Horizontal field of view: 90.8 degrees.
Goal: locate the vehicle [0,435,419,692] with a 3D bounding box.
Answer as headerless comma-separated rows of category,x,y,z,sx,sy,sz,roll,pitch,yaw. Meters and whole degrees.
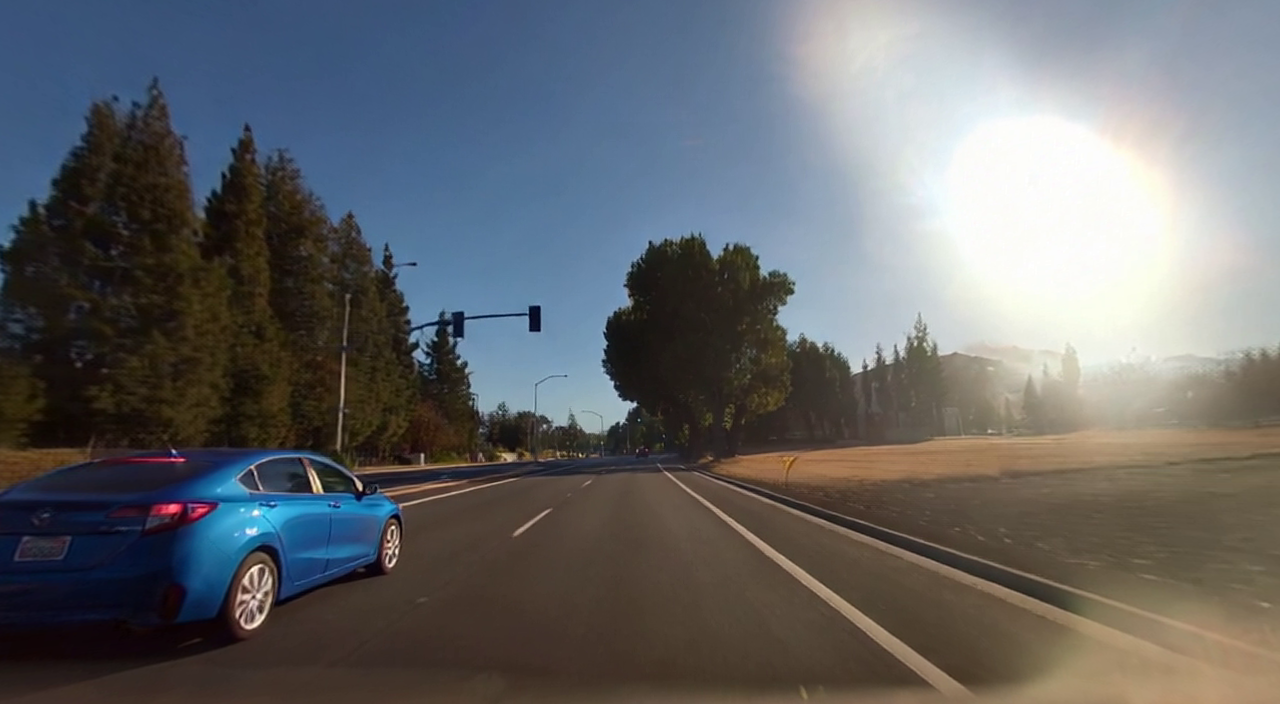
vehicle,-3.747,1.520,5.736,1.946,1.437,4.154,0,-8,1
